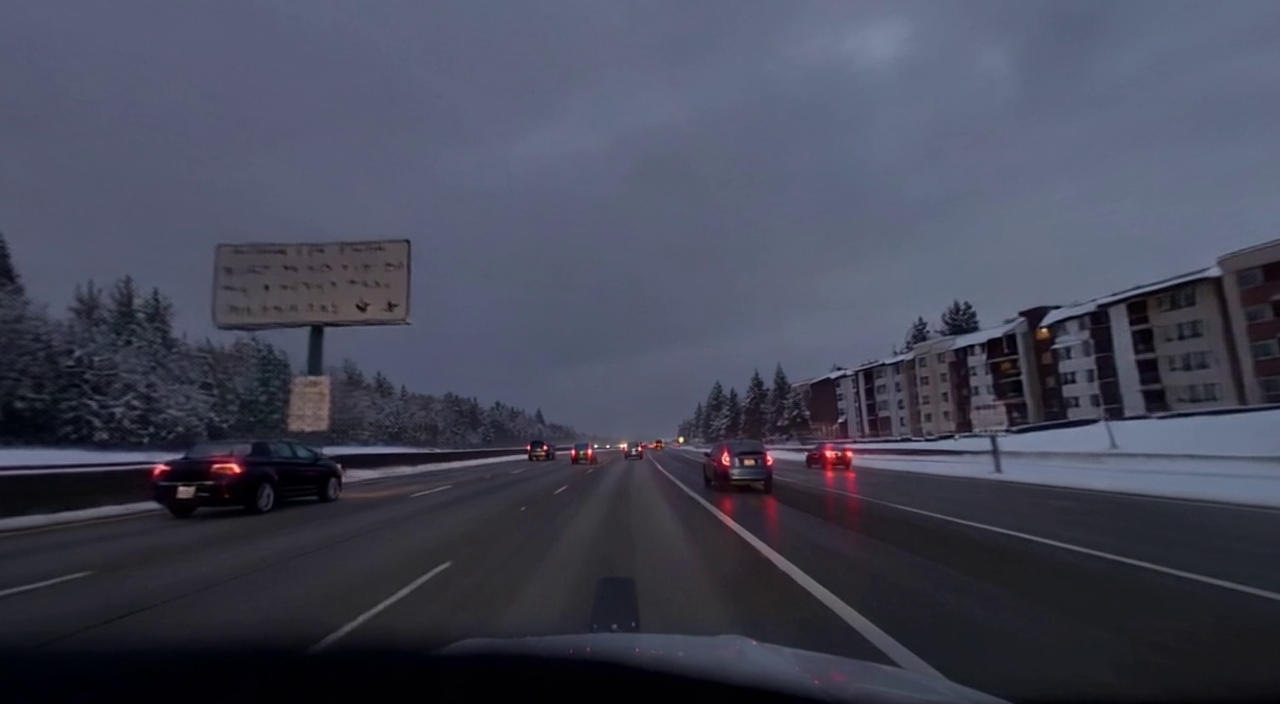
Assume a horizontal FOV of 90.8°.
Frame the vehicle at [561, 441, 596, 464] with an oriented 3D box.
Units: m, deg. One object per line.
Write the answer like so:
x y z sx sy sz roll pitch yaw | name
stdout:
-4.216 6.975 43.988 2.002 1.466 4.378 0 -9 0 | vehicle

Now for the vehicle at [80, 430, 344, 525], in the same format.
-7.896 2.343 12.371 2.021 1.496 4.495 0 -9 0 | vehicle

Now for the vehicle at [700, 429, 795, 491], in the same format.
3.187 3.326 19.707 2.080 1.694 4.286 0 -9 -2 | vehicle

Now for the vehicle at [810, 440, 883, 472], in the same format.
10.204 5.179 31.587 2.061 1.459 4.273 0 -9 -3 | vehicle

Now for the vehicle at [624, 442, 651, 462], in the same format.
-0.231 7.726 48.940 1.992 1.431 4.055 0 -9 -1 | vehicle
